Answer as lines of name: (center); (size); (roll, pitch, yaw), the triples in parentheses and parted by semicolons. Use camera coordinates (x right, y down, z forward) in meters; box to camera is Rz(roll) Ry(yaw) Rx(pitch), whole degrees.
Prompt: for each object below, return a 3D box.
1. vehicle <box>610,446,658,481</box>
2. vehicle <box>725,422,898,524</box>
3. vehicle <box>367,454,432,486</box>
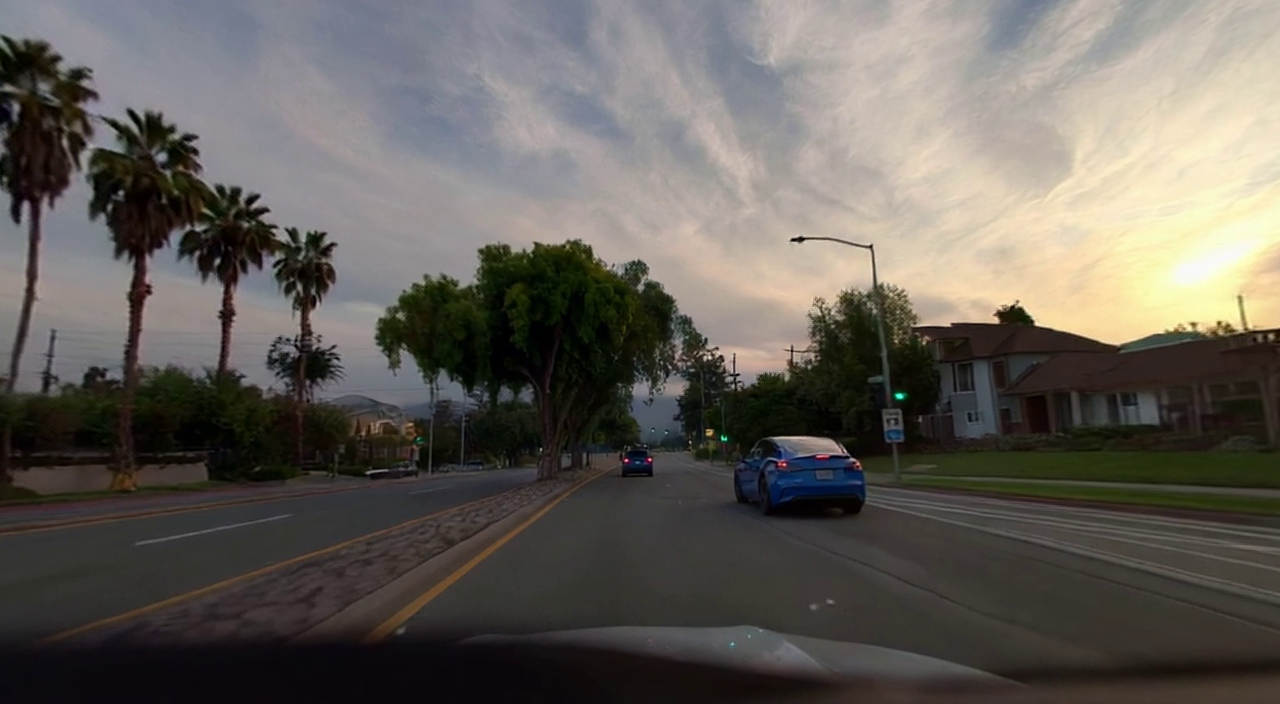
vehicle: (-0.357, 5.889, 33.639); (2.341, 1.709, 4.466); (0, -9, -2)
vehicle: (3.417, 2.538, 13.905); (2.205, 1.803, 5.135); (0, -9, -2)
vehicle: (-17.302, 8.464, 45.765); (2.449, 2.016, 5.383); (-2, -9, 2)
